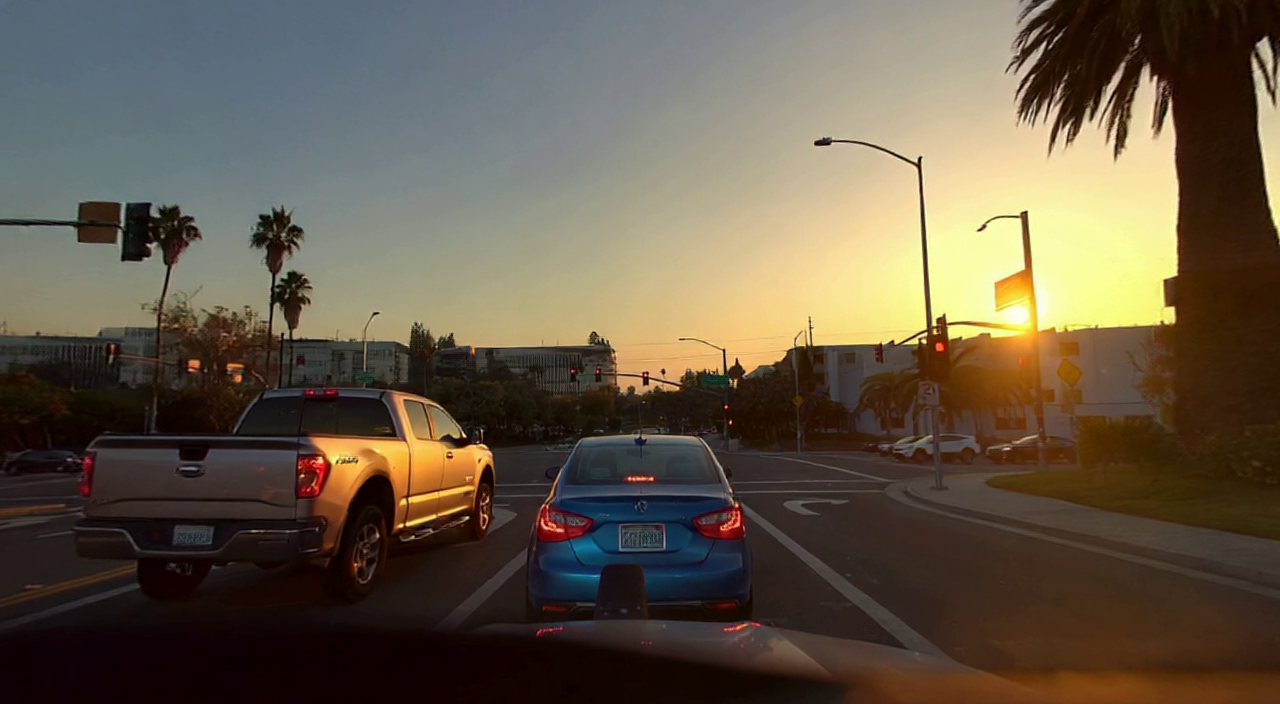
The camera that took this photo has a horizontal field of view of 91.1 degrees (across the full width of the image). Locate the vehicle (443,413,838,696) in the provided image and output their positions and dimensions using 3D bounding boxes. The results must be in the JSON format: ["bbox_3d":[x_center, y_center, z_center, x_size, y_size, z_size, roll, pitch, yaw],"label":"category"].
[{"bbox_3d":[0.036,1.399,5.529,2.122,1.501,4.152,0,-8,1],"label":"vehicle"}]

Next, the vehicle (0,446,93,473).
[{"bbox_3d":[-37.059,6.641,38.876,4.576,1.617,1.937,0,-8,2],"label":"vehicle"}]

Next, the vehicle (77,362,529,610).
[{"bbox_3d":[-3.222,1.476,7.921,2.330,1.969,5.626,-1,-8,3],"label":"vehicle"}]

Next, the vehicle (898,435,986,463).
[{"bbox_3d":[18.823,6.063,39.294,4.466,1.717,1.963,0,-8,2],"label":"vehicle"}]
